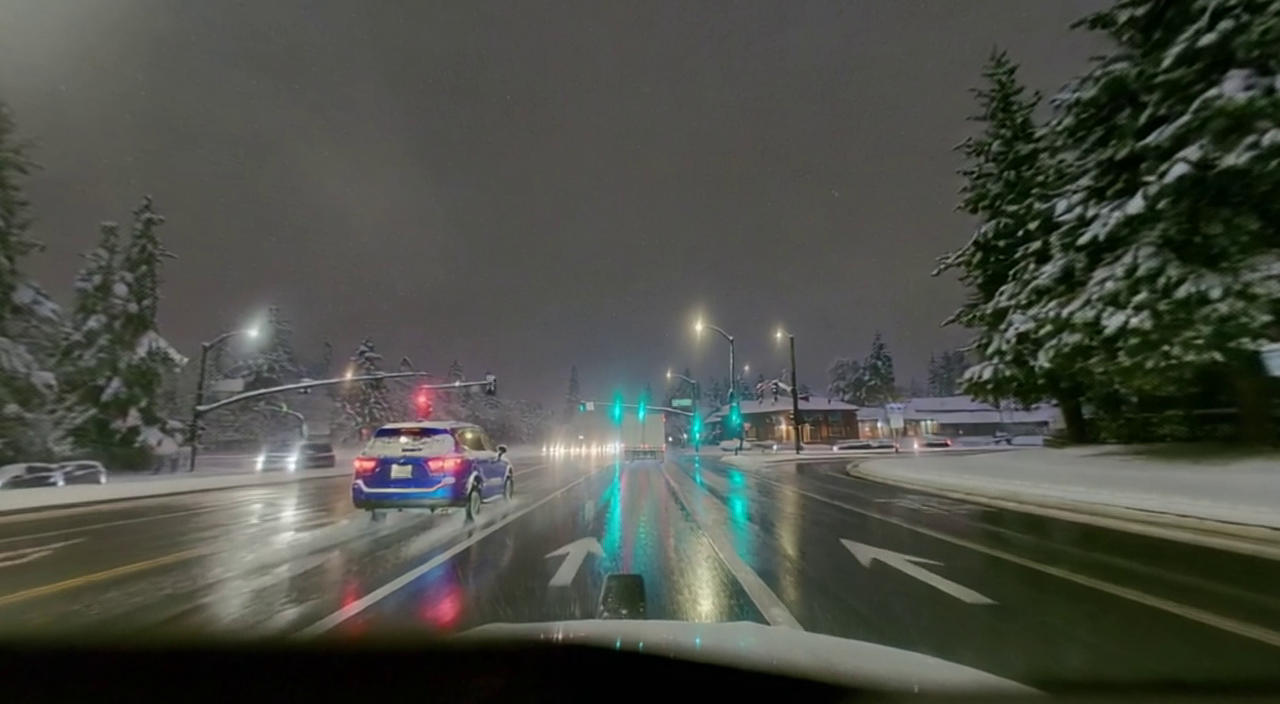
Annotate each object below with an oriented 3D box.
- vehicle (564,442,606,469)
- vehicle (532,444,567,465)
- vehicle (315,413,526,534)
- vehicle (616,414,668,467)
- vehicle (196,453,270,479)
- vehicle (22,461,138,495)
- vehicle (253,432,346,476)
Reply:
[{"bbox_3d":[-3.217,6.122,37.297,2.023,1.483,4.143,0,-9,1],"label":"vehicle"},{"bbox_3d":[-6.669,7.582,46.577,1.933,1.477,4.119,0,-9,1],"label":"vehicle"},{"bbox_3d":[-3.815,2.229,12.131,2.178,1.826,4.933,0,-9,1],"label":"vehicle"},{"bbox_3d":[0.198,5.614,39.689,2.993,3.051,6.692,0,-9,2],"label":"vehicle"},{"bbox_3d":[-28.626,8.017,44.376,2.028,1.652,4.607,0,-9,1],"label":"vehicle"},{"bbox_3d":[-28.823,6.451,32.523,1.821,1.496,4.489,0,-9,1],"label":"vehicle"},{"bbox_3d":[-21.385,6.439,39.825,2.406,2.509,5.940,0,-9,1],"label":"vehicle"}]
